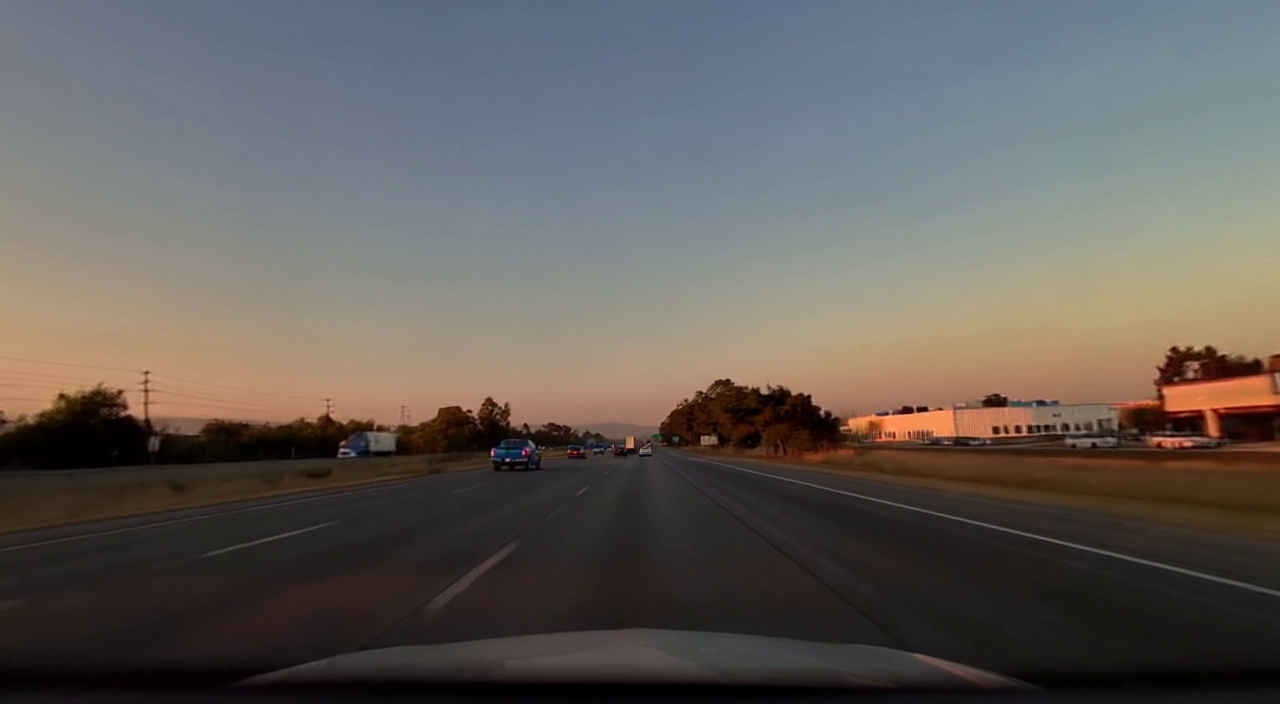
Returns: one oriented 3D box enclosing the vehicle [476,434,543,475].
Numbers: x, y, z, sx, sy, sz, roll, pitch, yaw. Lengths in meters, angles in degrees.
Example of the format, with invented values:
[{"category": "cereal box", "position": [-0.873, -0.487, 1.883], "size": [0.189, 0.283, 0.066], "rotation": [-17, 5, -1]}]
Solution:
[{"category": "vehicle", "position": [-6.622, 5.295, 32.755], "size": [2.156, 1.911, 5.956], "rotation": [0, -8, 0]}]
